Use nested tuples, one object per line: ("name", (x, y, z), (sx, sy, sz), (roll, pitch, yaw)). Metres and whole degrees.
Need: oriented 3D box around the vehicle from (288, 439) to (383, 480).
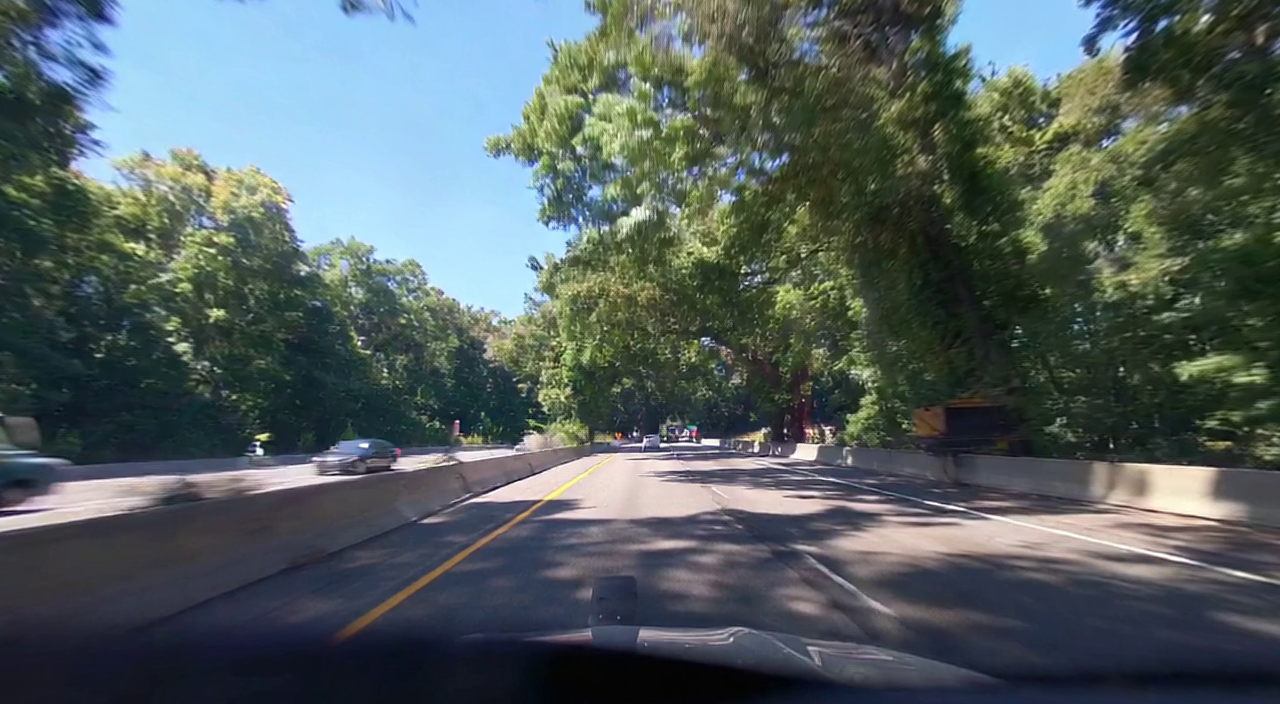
("vehicle", (-11.679, 4.102, 24.436), (1.783, 1.422, 3.720), (0, -8, 0))
